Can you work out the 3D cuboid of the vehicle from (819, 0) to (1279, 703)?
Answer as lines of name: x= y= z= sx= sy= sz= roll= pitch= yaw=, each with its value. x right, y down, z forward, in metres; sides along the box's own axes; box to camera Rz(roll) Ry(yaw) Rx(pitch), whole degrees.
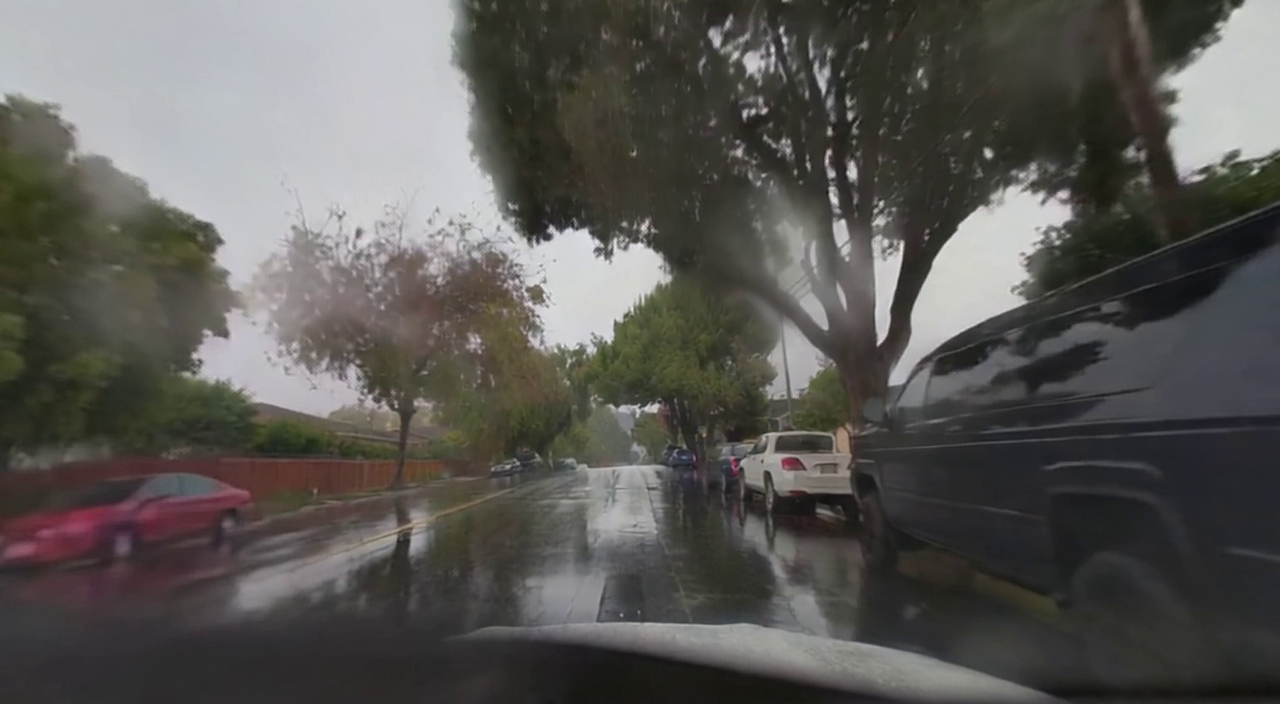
vehicle: x=3.152 y=0.570 z=3.961 sx=2.388 sy=2.604 sz=6.241 roll=0 pitch=-9 yaw=2

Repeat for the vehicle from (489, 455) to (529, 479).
vehicle: x=-8.753 y=7.703 z=42.480 sx=1.937 sy=1.427 sz=4.510 roll=0 pitch=-9 yaw=-3

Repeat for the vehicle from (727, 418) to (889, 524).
vehicle: x=3.120 y=2.334 z=12.868 sx=1.928 sy=1.751 sz=4.537 roll=0 pitch=-9 yaw=-1

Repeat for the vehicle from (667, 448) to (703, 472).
vehicle: x=2.951 y=7.218 z=42.417 sx=1.927 sy=1.529 sz=4.144 roll=0 pitch=-9 yaw=-3

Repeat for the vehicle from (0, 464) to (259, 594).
vehicle: x=-8.431 y=2.745 z=10.401 sx=1.839 sy=1.384 sz=4.124 roll=-7 pitch=-7 yaw=-2
